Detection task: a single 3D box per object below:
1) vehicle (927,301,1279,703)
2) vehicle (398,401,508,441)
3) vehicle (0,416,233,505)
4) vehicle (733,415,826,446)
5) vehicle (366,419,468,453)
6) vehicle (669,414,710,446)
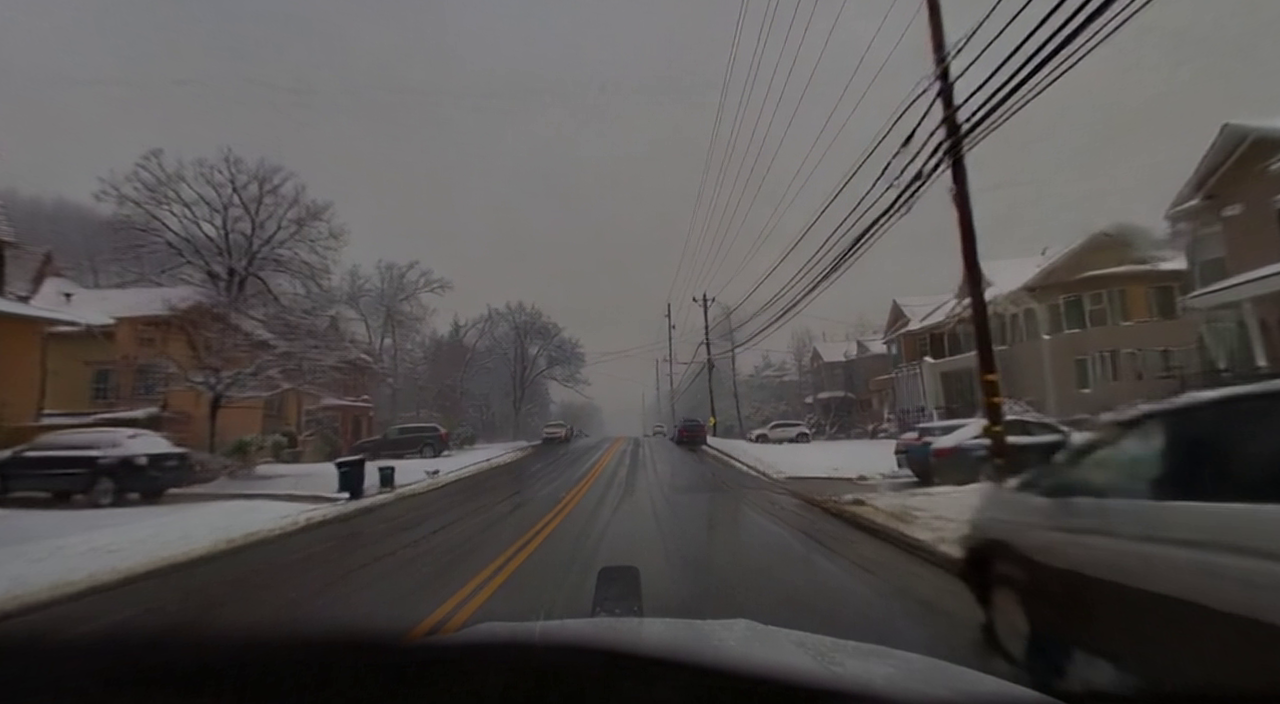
[{"bbox_3d":[3.250,0.780,2.173,2.211,1.860,4.813,0,-9,0],"label":"vehicle"},{"bbox_3d":[-13.845,5.150,46.723,7.267,2.775,2.786,-1,-8,13],"label":"vehicle"},{"bbox_3d":[-12.059,2.396,14.054,4.525,1.797,2.024,0,-9,3],"label":"vehicle"},{"bbox_3d":[7.816,4.499,35.758,4.893,1.642,1.874,0,-10,4],"label":"vehicle"},{"bbox_3d":[-11.499,4.343,32.637,4.484,1.538,1.901,1,-8,3],"label":"vehicle"},{"bbox_3d":[3.199,5.109,41.510,2.277,1.917,5.495,1,-6,0],"label":"vehicle"}]
